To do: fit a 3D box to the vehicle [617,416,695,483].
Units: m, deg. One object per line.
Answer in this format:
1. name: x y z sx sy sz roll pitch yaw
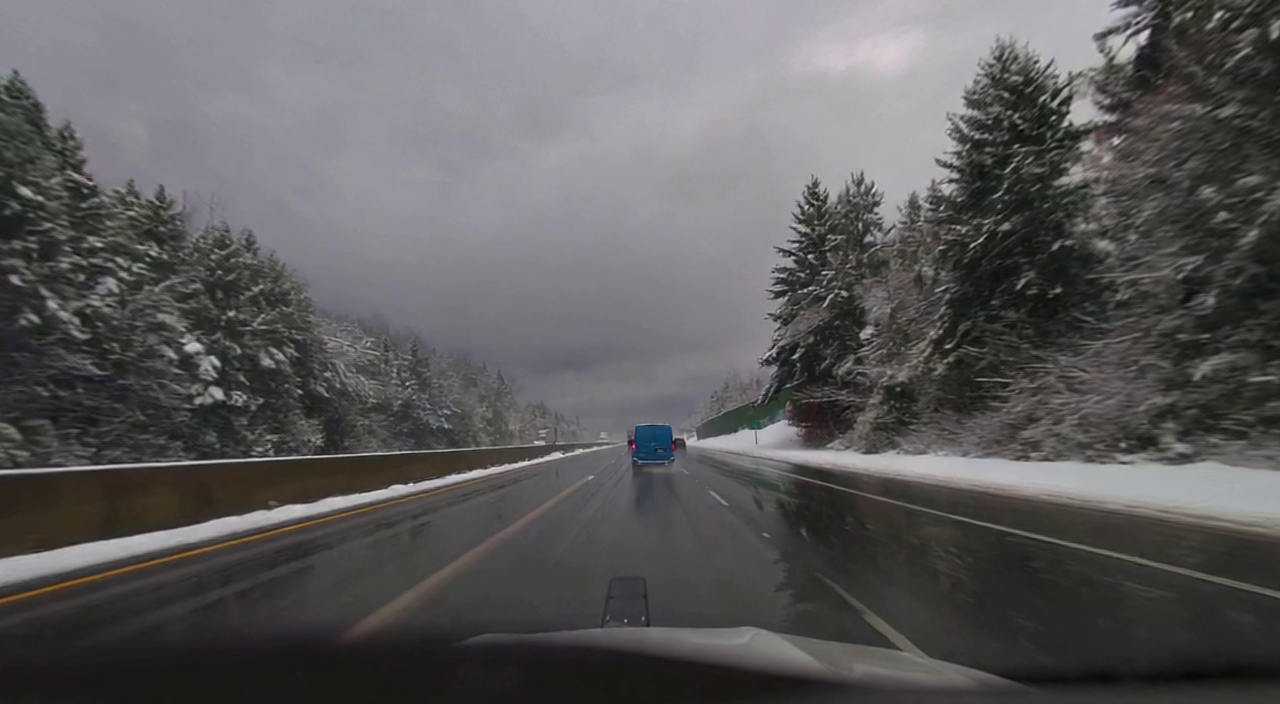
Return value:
1. vehicle: 0.472 3.209 20.795 2.283 1.956 4.421 0 -8 0
